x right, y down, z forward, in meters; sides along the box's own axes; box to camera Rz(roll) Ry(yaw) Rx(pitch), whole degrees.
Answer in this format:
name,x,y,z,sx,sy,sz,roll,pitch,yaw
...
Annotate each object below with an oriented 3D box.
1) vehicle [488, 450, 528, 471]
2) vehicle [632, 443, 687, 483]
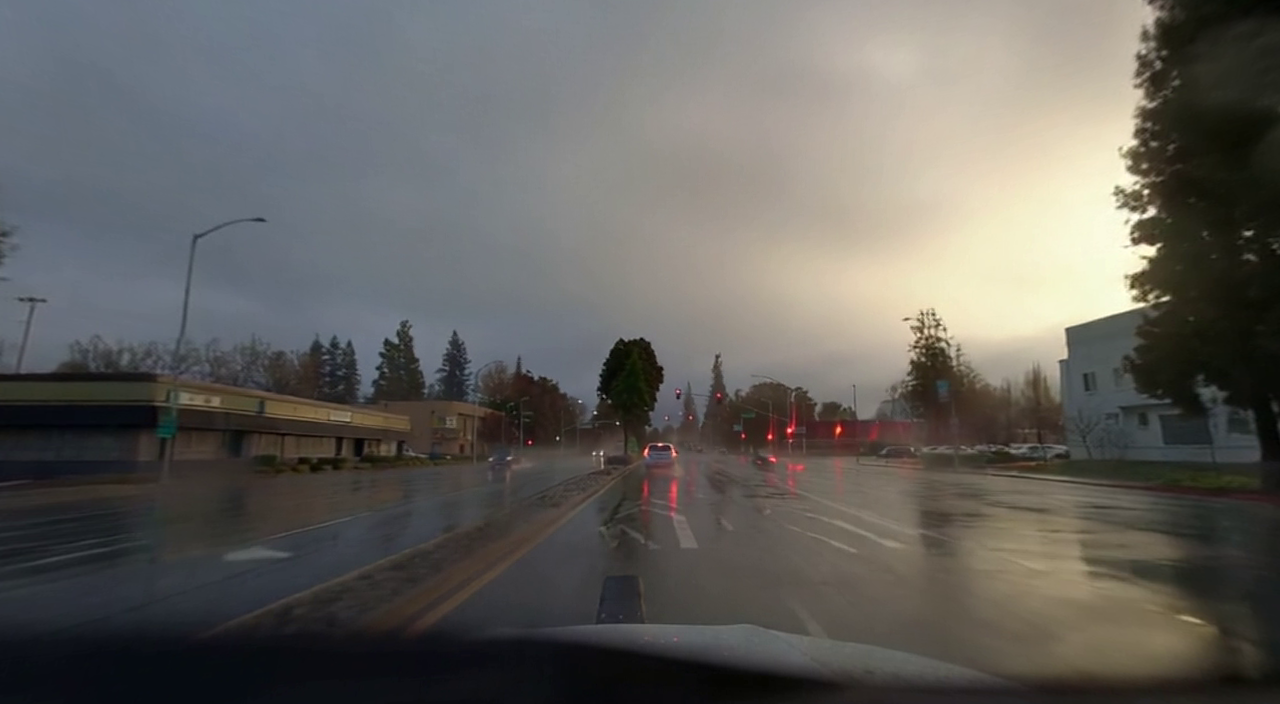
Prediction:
name,x,y,z,sx,sy,sz,roll,pitch,yaw
vehicle,-9.842,8.083,47.330,1.907,1.485,4.293,0,-9,2
vehicle,0.777,4.462,25.676,2.064,1.477,3.968,0,-9,1
